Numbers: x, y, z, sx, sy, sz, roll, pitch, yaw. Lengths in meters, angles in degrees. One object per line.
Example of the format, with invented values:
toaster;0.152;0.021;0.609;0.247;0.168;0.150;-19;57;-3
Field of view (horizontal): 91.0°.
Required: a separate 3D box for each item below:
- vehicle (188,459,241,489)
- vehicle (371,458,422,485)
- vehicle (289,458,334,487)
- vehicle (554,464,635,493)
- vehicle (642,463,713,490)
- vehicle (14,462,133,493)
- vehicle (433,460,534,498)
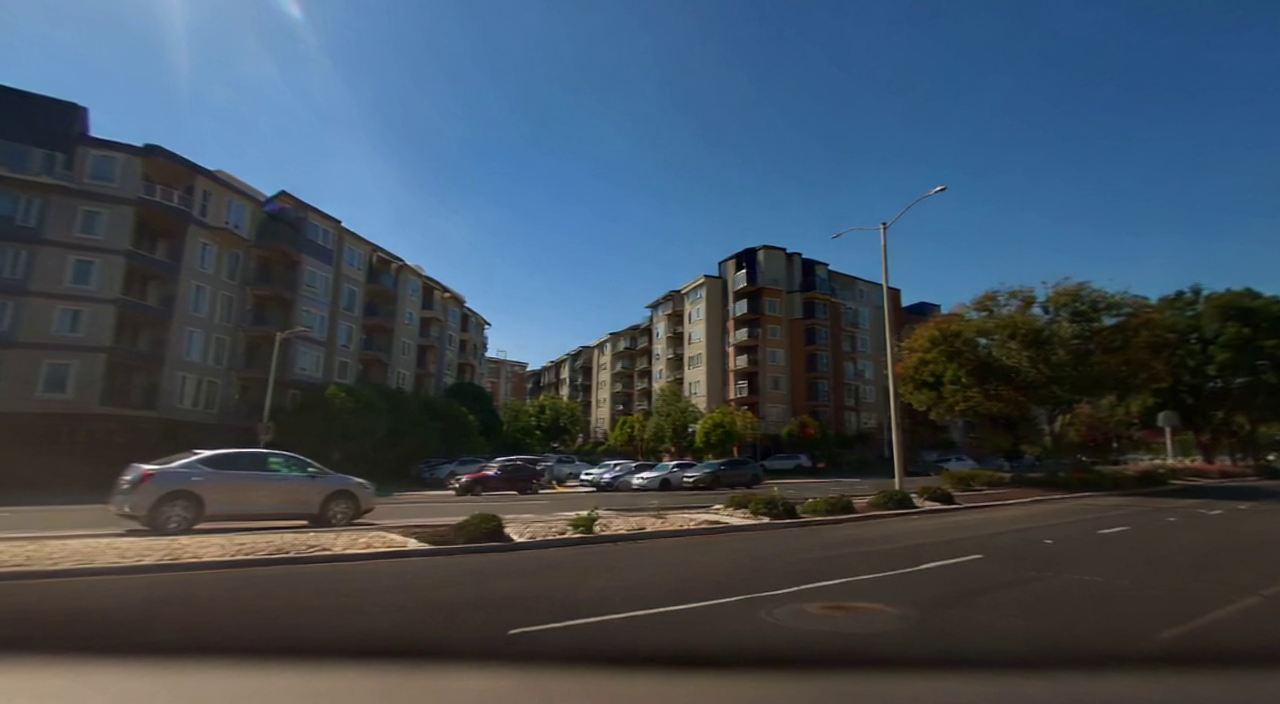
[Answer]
vehicle;-26.909;7.695;39.937;2.077;1.576;4.446;1;-8;-25
vehicle;-14.927;7.252;38.533;1.886;1.464;4.020;6;-11;-35
vehicle;-18.924;6.904;36.189;1.908;1.485;3.975;5;-10;-31
vehicle;-2.493;7.117;35.561;1.933;1.479;4.718;-10;-14;36
vehicle;2.430;7.947;40.353;4.384;1.496;1.816;6;-11;-37
vehicle;-29.684;6.578;33.082;4.302;1.469;1.872;0;-9;-3
vehicle;-8.083;6.546;32.765;4.706;1.739;1.858;6;-11;-36
